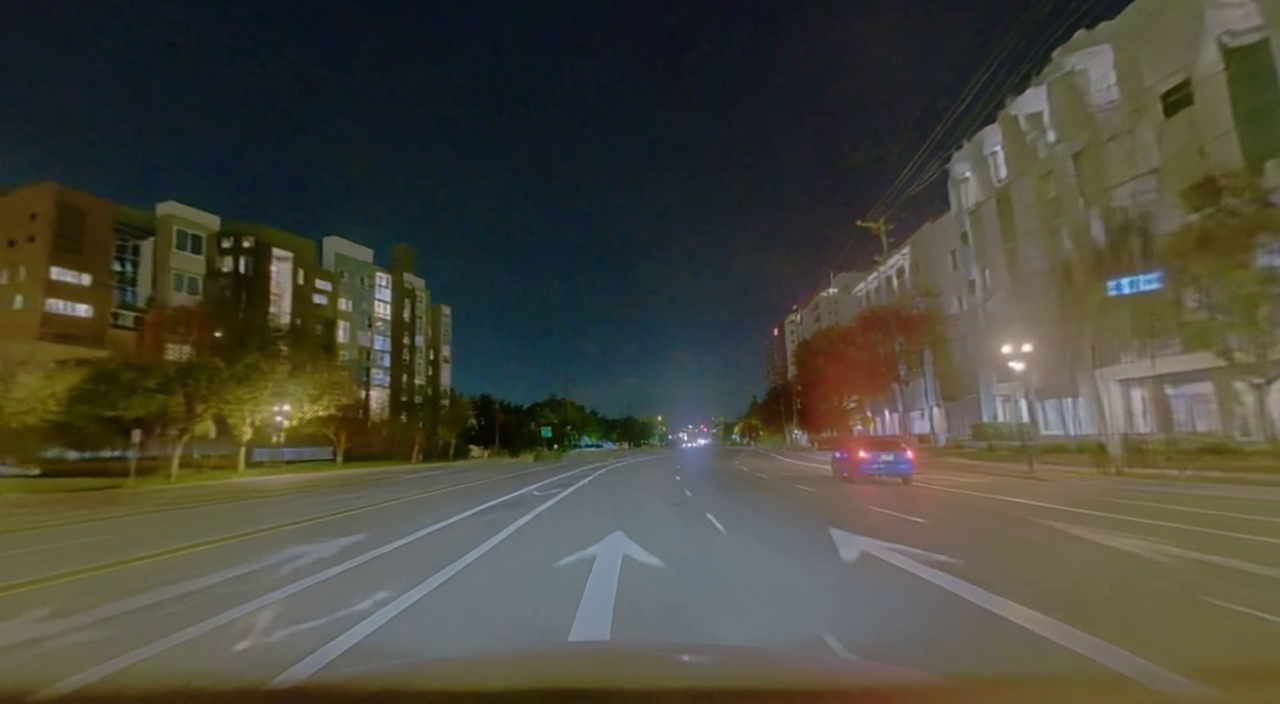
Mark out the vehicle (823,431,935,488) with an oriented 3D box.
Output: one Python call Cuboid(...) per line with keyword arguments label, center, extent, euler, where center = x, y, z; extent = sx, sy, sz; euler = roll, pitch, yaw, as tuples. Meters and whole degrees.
Cuboid(label="vehicle", center=(6.903, 3.142, 18.650), extent=(1.908, 1.476, 3.880), euler=(-1, -9, 2))
